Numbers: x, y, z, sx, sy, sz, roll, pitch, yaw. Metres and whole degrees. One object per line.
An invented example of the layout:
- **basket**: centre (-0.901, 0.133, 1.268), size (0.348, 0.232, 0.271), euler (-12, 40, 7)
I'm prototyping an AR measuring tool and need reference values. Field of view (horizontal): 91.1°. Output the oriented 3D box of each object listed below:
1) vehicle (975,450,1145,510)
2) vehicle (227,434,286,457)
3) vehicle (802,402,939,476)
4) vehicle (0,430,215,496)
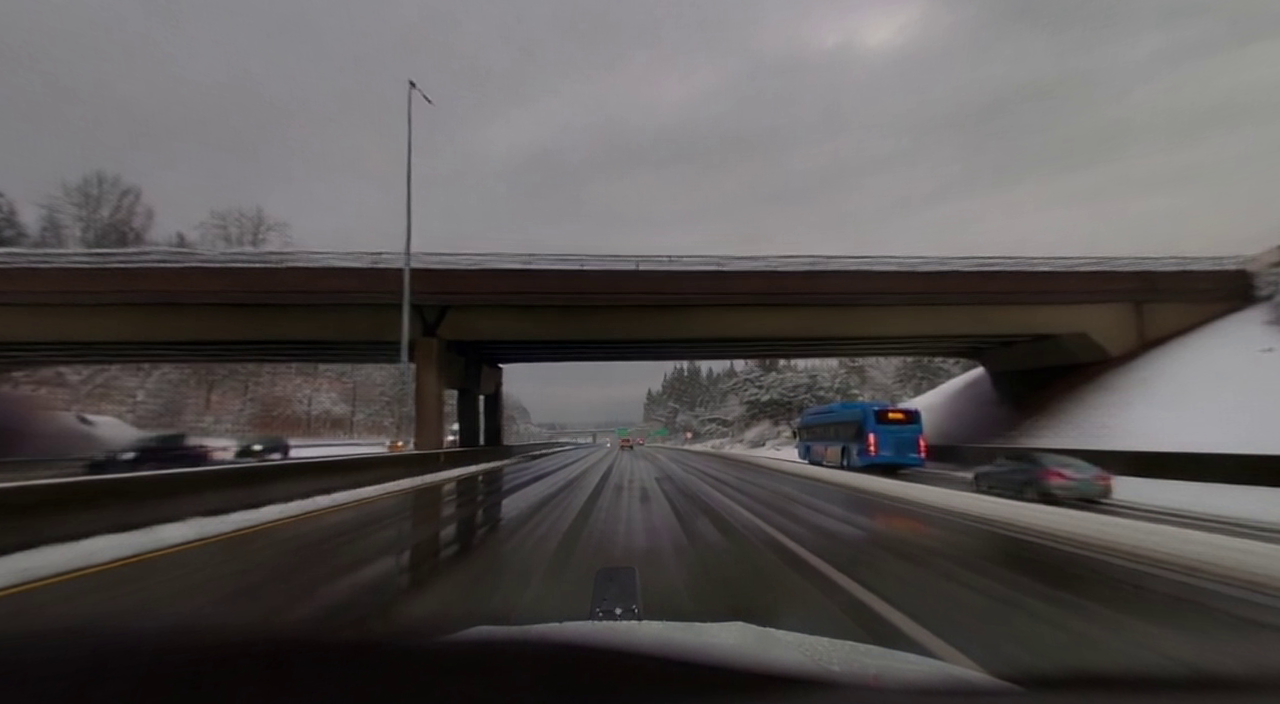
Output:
- **vehicle**: centre (11.433, 3.474, 17.561), size (1.866, 1.359, 4.218), euler (0, -8, 0)
- **vehicle**: centre (-25.458, 6.229, 41.855), size (1.718, 1.441, 3.526), euler (0, -8, -1)
- **vehicle**: centre (11.826, 4.676, 34.048), size (3.009, 3.265, 12.098), euler (0, -8, 1)
- **vehicle**: centre (-13.403, 2.778, 16.272), size (1.838, 1.446, 4.375), euler (1, -8, -2)
